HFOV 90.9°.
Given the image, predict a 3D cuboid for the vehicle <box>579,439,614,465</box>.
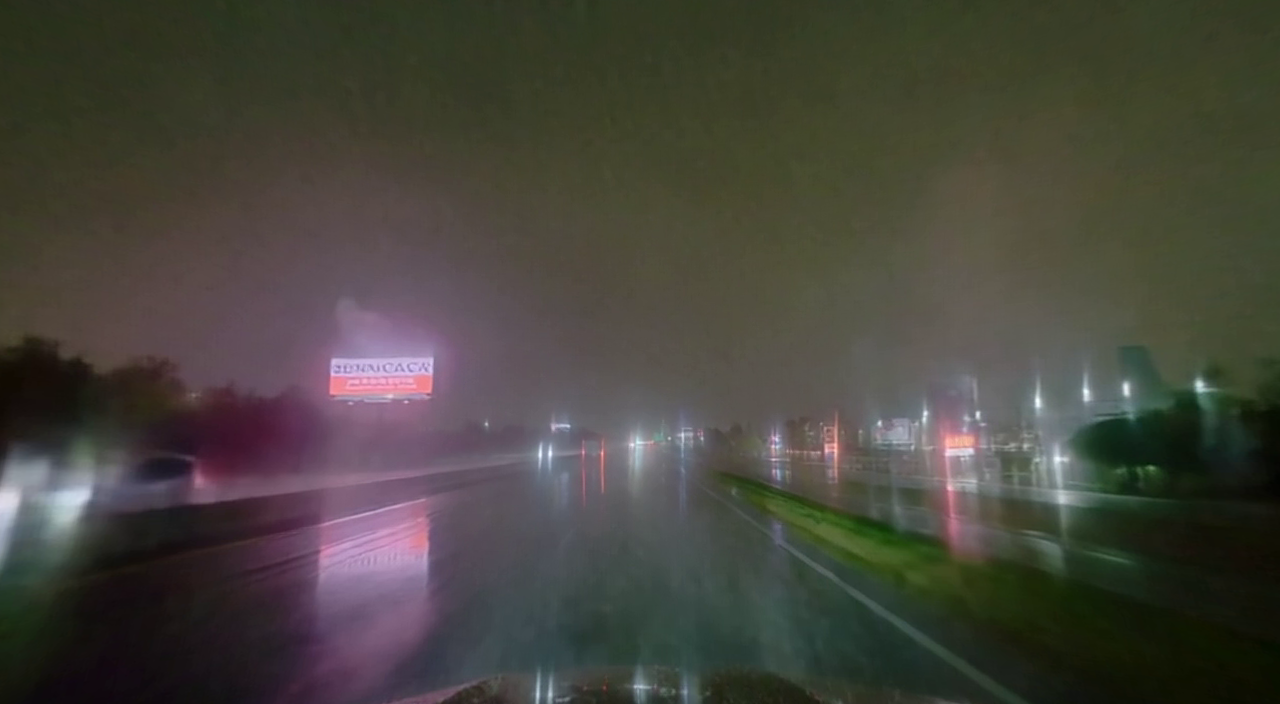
[{"bbox_3d":[-3.263,7.623,48.212,2.159,1.793,5.027,-1,-8,1],"label":"vehicle"}]
